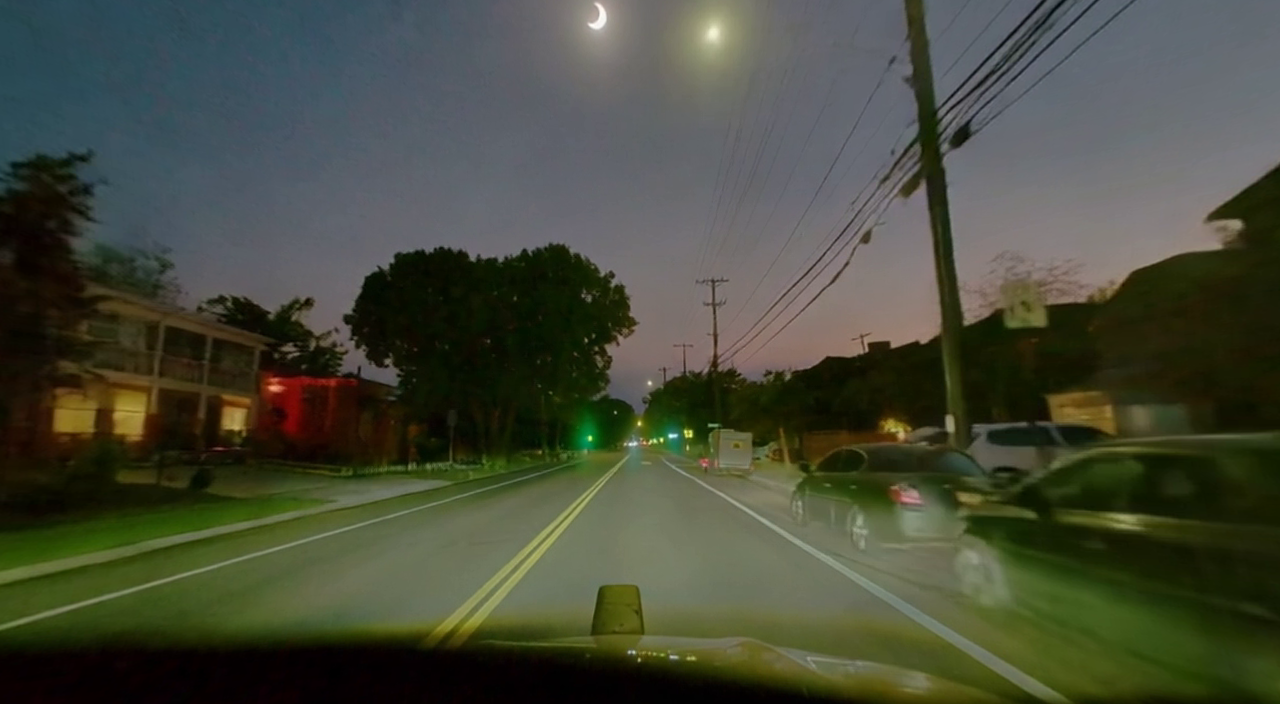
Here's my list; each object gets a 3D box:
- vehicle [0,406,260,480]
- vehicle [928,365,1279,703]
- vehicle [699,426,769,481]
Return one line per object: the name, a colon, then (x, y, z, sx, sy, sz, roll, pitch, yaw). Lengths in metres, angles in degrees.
vehicle: (-21.366, 3.833, 27.644, 2.970, 2.515, 10.445, -2, -7, 0)
vehicle: (3.555, 0.973, 3.127, 1.955, 1.665, 4.818, 0, -8, 0)
vehicle: (3.765, 4.170, 26.206, 2.088, 2.019, 4.802, 0, -8, -1)
